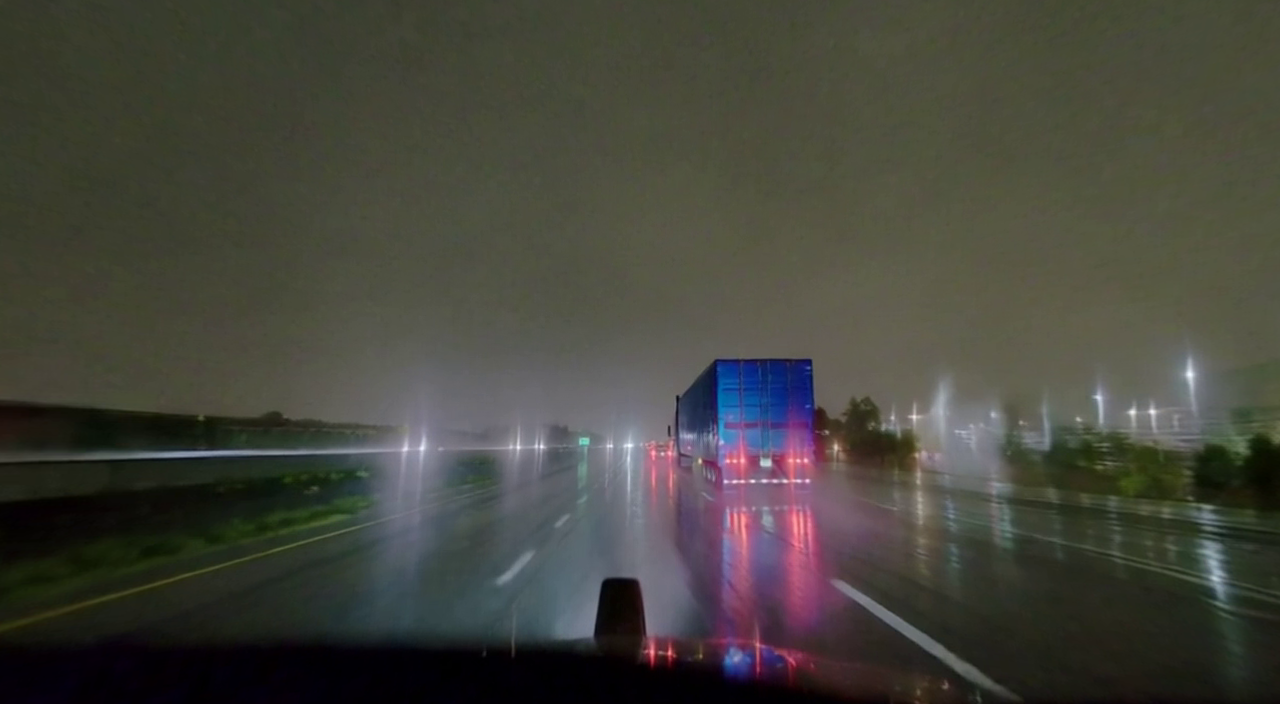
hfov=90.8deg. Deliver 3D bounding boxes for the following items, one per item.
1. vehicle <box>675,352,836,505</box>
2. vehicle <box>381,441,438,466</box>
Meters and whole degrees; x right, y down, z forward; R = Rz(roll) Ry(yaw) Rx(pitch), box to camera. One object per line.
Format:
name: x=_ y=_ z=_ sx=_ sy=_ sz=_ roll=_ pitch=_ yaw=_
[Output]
vehicle: x=3.593 y=3.329 z=25.514 sx=3.462 sy=4.177 sz=16.311 roll=0 pitch=-9 yaw=0
vehicle: x=-15.341 y=6.807 z=42.316 sx=1.992 sy=1.520 sz=4.889 roll=0 pitch=-9 yaw=0
